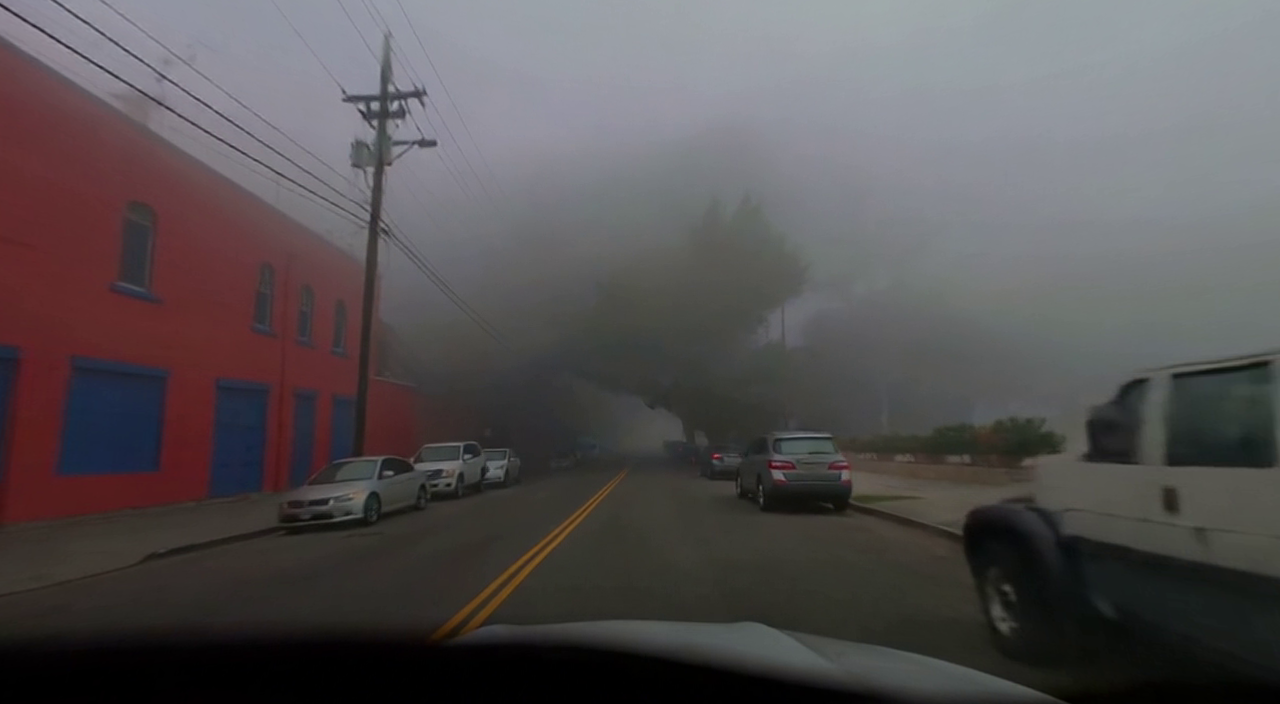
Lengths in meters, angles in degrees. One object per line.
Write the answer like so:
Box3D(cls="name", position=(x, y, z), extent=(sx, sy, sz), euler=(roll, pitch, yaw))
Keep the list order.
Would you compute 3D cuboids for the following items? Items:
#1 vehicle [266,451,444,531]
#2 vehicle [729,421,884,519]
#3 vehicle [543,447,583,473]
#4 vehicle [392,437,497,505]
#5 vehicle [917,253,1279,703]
Box3D(cls="vehicle", position=(-6.163, 3.020, 14.364), extent=(1.844, 1.486, 4.474), euler=(0, -9, 2))
Box3D(cls="vehicle", position=(3.478, 2.586, 14.310), extent=(2.182, 1.824, 4.622), euler=(0, -9, -1))
Box3D(cls="vehicle", position=(-5.390, 7.578, 44.540), extent=(1.910, 1.488, 3.999), euler=(-5, -7, 5))
Box3D(cls="vehicle", position=(-6.058, 3.705, 20.140), extent=(1.983, 1.809, 4.503), euler=(-2, -9, -1))
Box3D(cls="vehicle", position=(3.321, 0.730, 2.539), extent=(2.263, 1.996, 4.870), euler=(0, -9, 1))
